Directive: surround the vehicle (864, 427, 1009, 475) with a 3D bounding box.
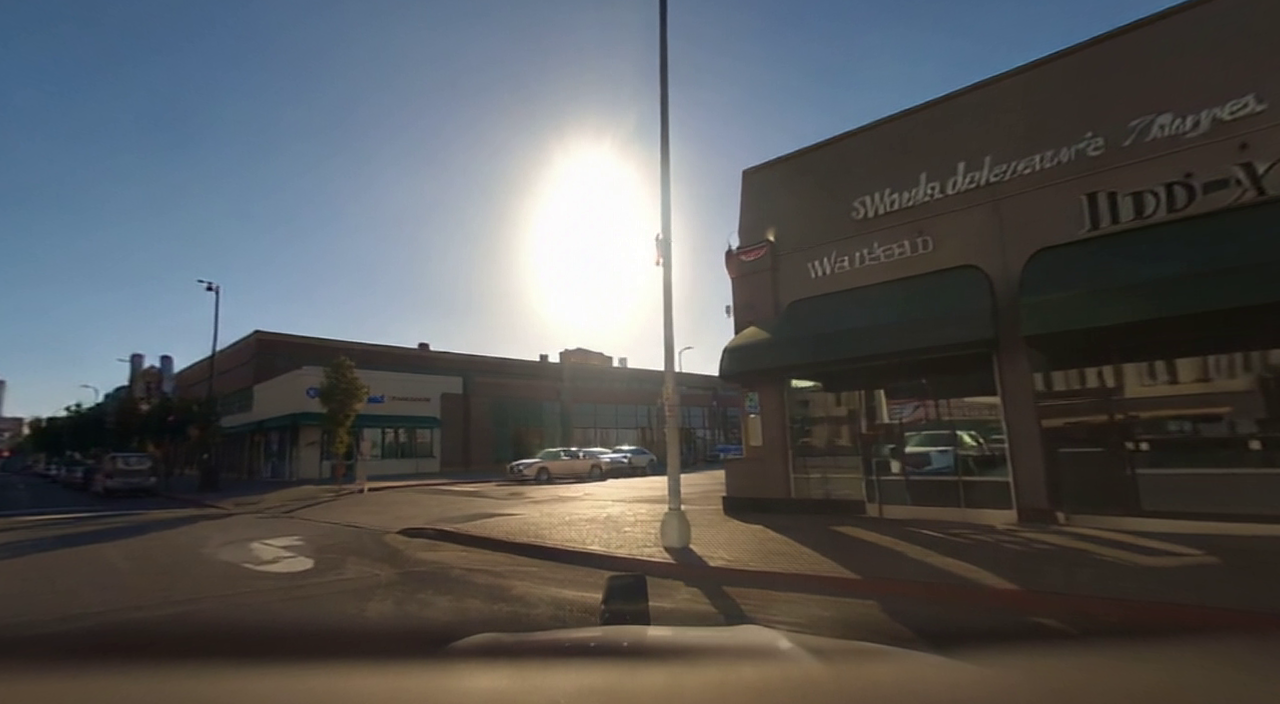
[{"bbox_3d":[11.394,3.822,24.380,4.706,1.663,1.993,-6,-10,34],"label":"vehicle"}]

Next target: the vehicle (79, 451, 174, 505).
[{"bbox_3d":[-21.418,5.148,26.235,4.748,2.013,2.150,-9,-12,41],"label":"vehicle"}]

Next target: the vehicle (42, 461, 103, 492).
[{"bbox_3d":[-34.497,7.510,38.273,4.194,1.691,2.053,-7,-11,40],"label":"vehicle"}]

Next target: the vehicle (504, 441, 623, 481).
[{"bbox_3d":[-3.319,4.734,27.477,4.814,1.618,1.869,-3,-9,19],"label":"vehicle"}]
